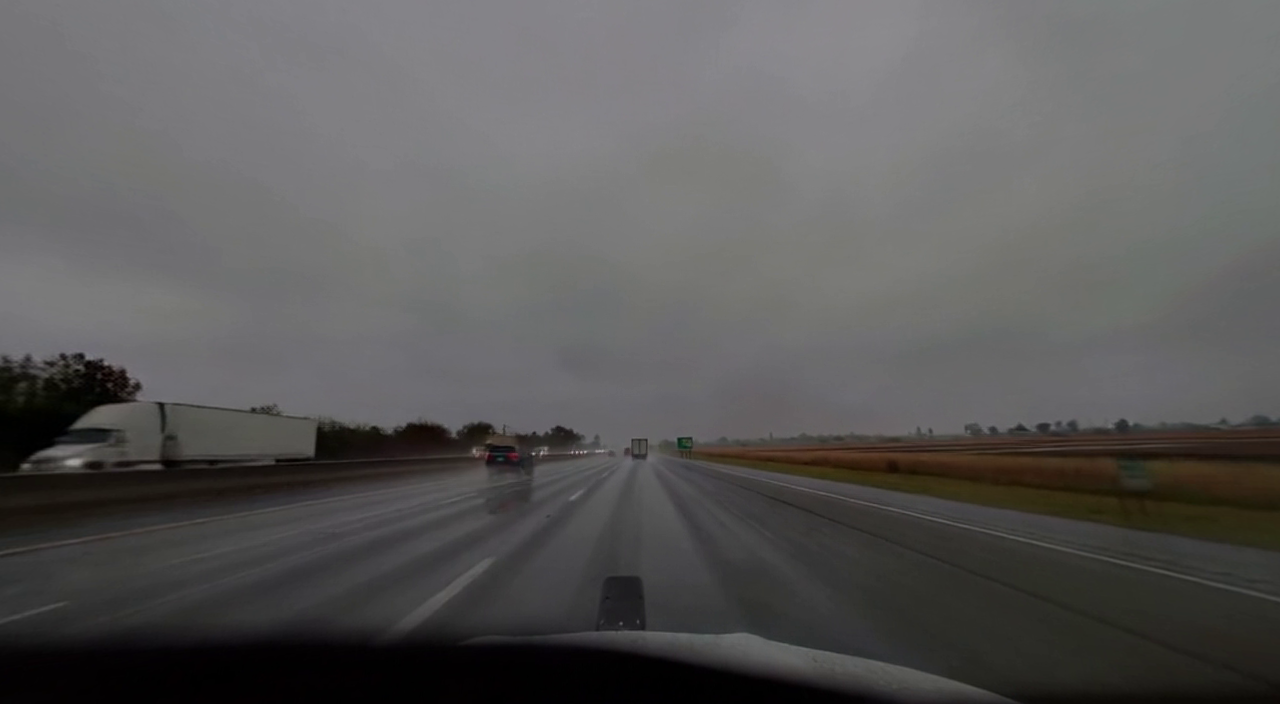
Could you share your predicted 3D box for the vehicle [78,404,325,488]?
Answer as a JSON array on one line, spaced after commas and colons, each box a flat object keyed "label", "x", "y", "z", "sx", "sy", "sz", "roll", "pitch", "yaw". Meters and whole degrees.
[{"label": "vehicle", "x": -24.316, "y": 5.648, "z": 37.445, "sx": 3.210, "sy": 3.820, "sz": 16.949, "roll": 0, "pitch": -9, "yaw": -2}]

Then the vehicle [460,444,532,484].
[{"label": "vehicle", "x": -6.608, "y": 5.198, "z": 29.614, "sx": 2.234, "sy": 1.698, "sz": 4.634, "roll": 0, "pitch": -9, "yaw": 1}]
